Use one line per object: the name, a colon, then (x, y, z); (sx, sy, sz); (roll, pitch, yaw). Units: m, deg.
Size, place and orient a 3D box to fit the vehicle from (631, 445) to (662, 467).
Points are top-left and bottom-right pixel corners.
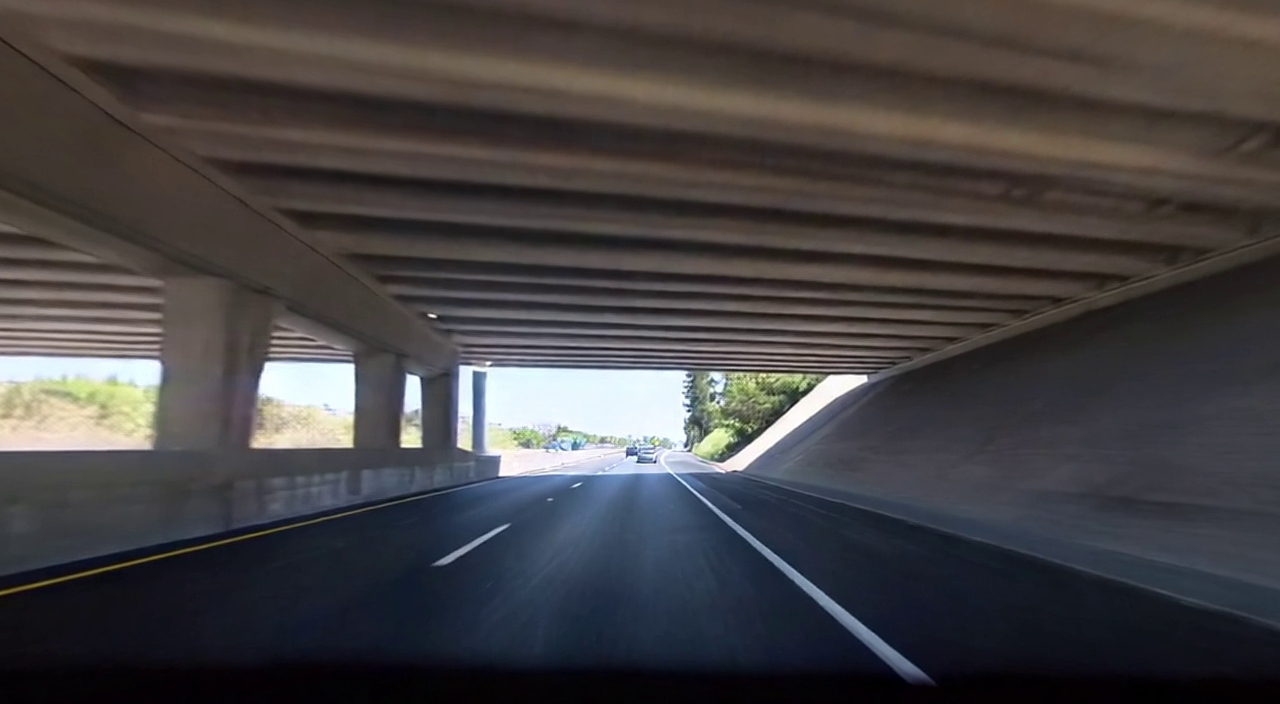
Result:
vehicle: (0.523, 7.778, 47.305); (2.221, 1.603, 4.149); (0, -9, 1)
